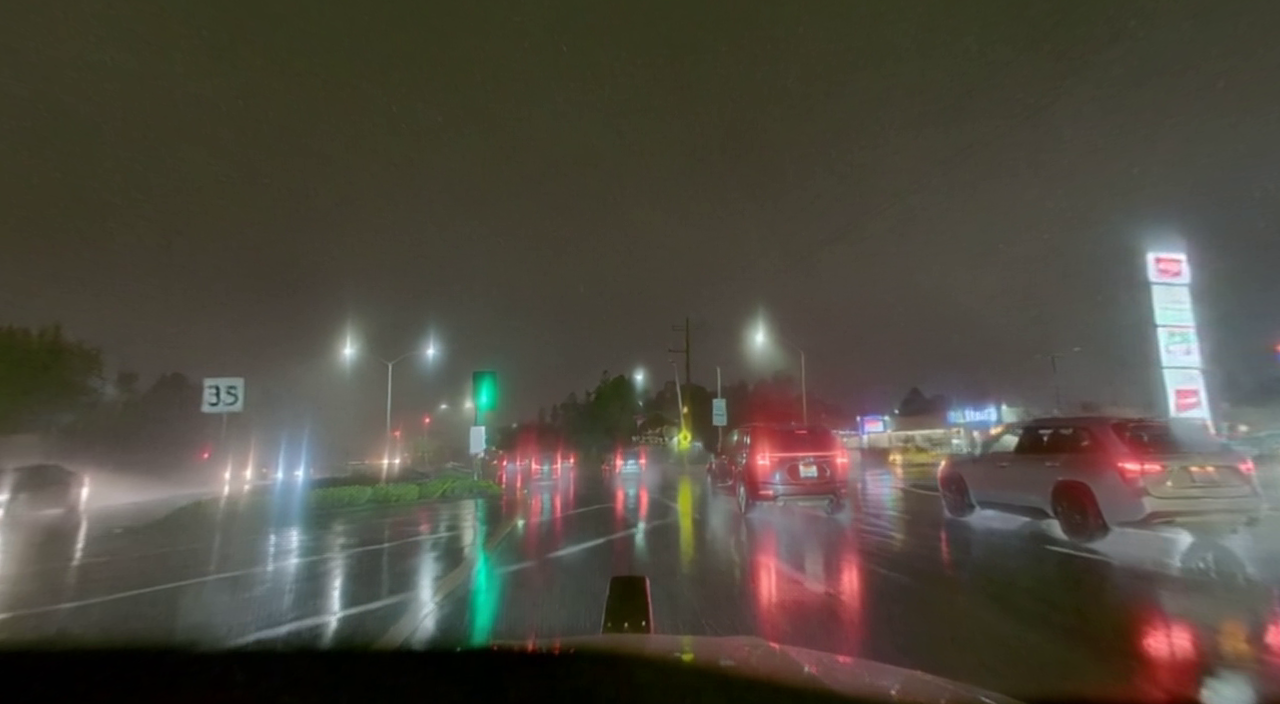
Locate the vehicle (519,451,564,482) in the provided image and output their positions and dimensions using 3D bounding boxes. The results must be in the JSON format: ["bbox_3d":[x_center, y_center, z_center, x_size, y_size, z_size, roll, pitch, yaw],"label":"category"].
[{"bbox_3d":[-5.646,6.454,35.832,2.107,1.527,4.174,2,-8,-15],"label":"vehicle"}]

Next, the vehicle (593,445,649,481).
[{"bbox_3d":[-0.995,5.370,30.832,2.012,1.612,4.114,1,-8,-12],"label":"vehicle"}]

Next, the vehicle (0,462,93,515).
[{"bbox_3d":[-20.861,4.561,21.320,1.821,1.521,3.874,1,-8,-12],"label":"vehicle"}]

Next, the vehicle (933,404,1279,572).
[{"bbox_3d":[5.988,1.629,8.369,1.881,1.604,4.289,0,-8,-4],"label":"vehicle"}]

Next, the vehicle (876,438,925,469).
[{"bbox_3d":[14.115,5.424,33.956,1.945,1.528,5.044,-6,-10,26],"label":"vehicle"}]

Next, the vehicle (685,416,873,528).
[{"bbox_3d":[2.459,2.298,12.726,2.184,1.777,4.712,0,-8,-7],"label":"vehicle"}]
